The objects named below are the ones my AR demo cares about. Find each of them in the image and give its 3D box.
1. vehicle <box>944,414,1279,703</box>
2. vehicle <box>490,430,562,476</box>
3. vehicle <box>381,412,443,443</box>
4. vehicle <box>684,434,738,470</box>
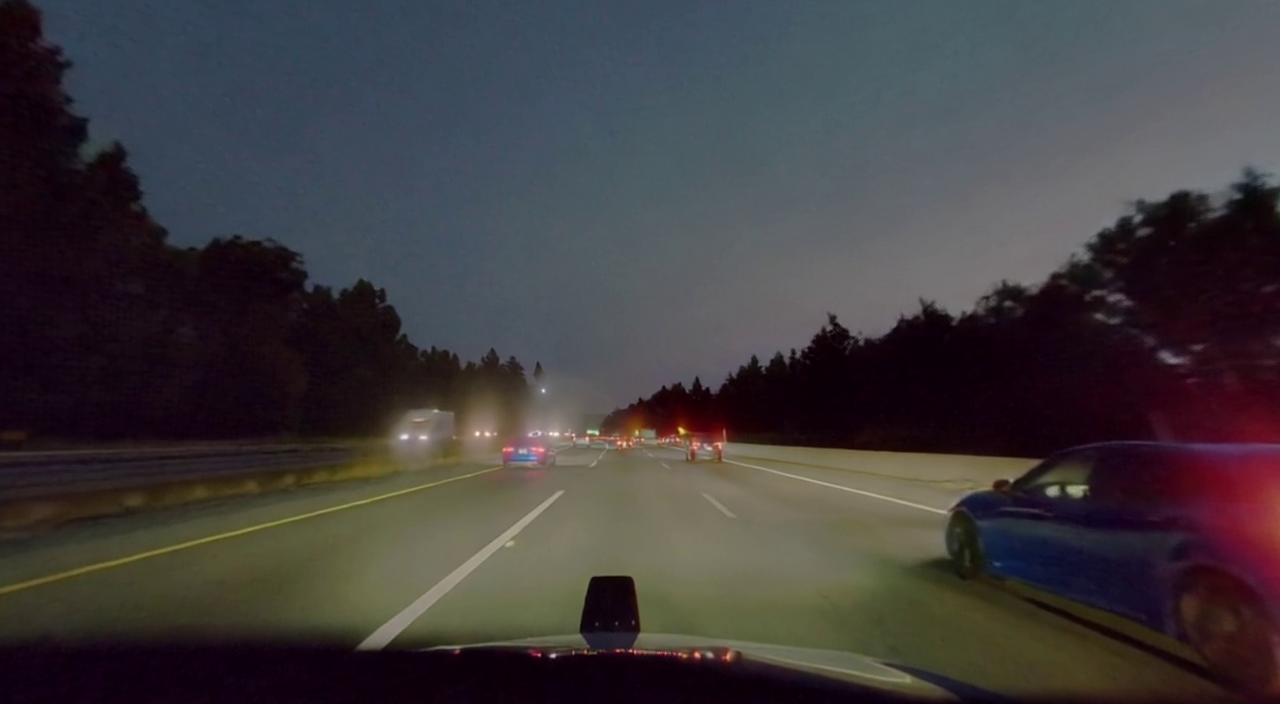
[{"bbox_3d":[3.839,1.174,3.832,1.986,1.488,3.867,1,-8,-1],"label":"vehicle"},{"bbox_3d":[-4.154,3.725,23.583,1.941,1.529,4.111,0,-8,-1],"label":"vehicle"},{"bbox_3d":[-14.376,4.829,40.077,2.062,1.813,4.744,0,-7,1],"label":"vehicle"},{"bbox_3d":[3.172,4.543,28.964,1.883,1.536,3.792,1,-8,-3],"label":"vehicle"}]
